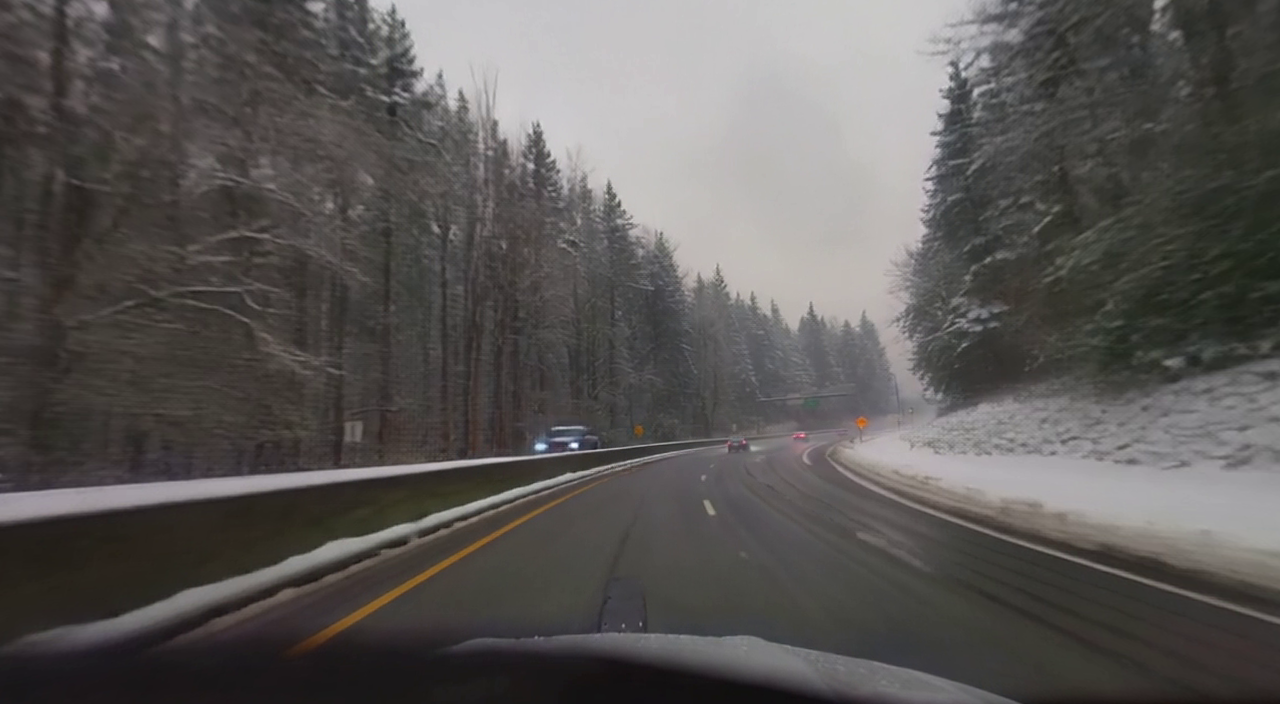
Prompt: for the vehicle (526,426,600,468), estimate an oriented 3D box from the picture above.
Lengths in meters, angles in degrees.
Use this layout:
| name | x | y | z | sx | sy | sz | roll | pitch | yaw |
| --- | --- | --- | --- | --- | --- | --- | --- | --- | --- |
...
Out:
| name | x | y | z | sx | sy | sz | roll | pitch | yaw |
| --- | --- | --- | --- | --- | --- | --- | --- | --- | --- |
| vehicle | -3.472 | 4.491 | 29.808 | 2.103 | 1.772 | 5.645 | -1 | -8 | 8 |
